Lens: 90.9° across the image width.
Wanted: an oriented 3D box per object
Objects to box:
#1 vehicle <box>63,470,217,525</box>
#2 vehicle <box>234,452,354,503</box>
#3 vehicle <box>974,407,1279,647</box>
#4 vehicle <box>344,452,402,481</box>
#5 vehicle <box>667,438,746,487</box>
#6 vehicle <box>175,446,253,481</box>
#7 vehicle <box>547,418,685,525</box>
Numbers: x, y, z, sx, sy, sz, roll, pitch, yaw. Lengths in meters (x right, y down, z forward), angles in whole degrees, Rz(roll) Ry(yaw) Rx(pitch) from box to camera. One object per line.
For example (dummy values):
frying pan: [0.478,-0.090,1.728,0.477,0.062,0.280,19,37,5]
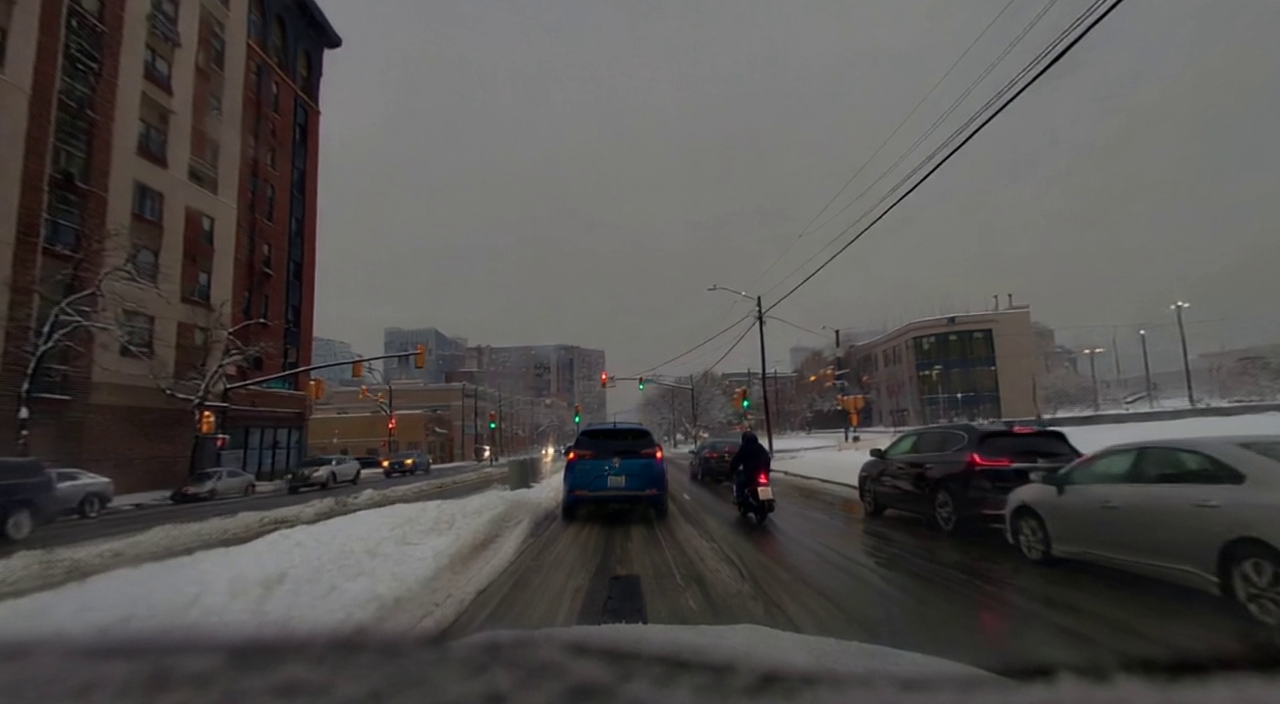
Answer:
vehicle: [-17.848,5.168,22.868,2.038,1.607,4.348,0,-9,-1]
vehicle: [-14.296,5.158,26.525,2.142,1.826,5.471,0,-9,-3]
vehicle: [5.118,1.320,5.335,2.012,1.532,4.565,0,-9,-1]
vehicle: [-19.411,8.331,46.051,2.134,1.915,5.317,1,-9,-3]
vehicle: [2.145,3.754,21.730,2.101,1.507,4.355,0,-9,-2]
vehicle: [-33.308,8.754,49.386,4.576,2.249,2.096,-5,-10,-2]
vehicle: [-0.420,2.289,12.577,2.265,1.748,4.130,0,-9,-1]
